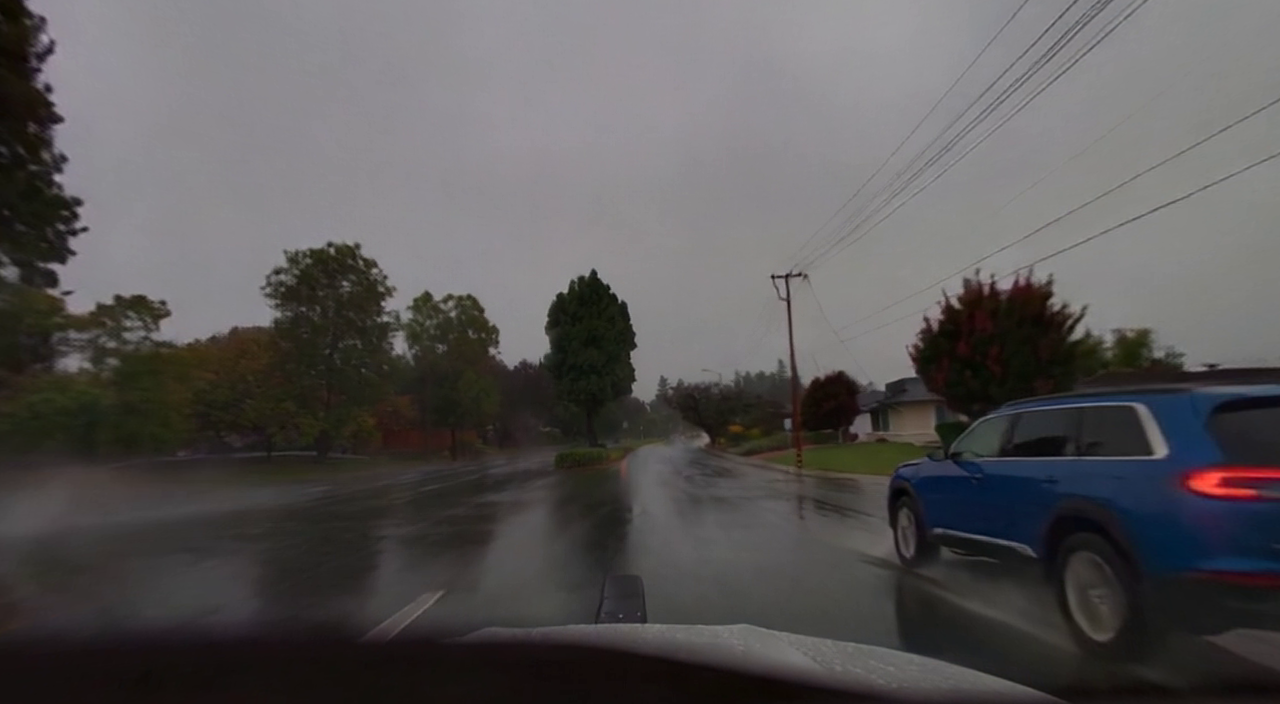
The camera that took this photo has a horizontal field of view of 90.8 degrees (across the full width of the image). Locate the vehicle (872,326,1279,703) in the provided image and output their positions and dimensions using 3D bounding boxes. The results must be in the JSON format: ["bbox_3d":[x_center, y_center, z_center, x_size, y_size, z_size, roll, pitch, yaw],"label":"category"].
[{"bbox_3d":[3.812,1.120,4.906,2.193,1.777,4.772,0,-9,0],"label":"vehicle"}]
